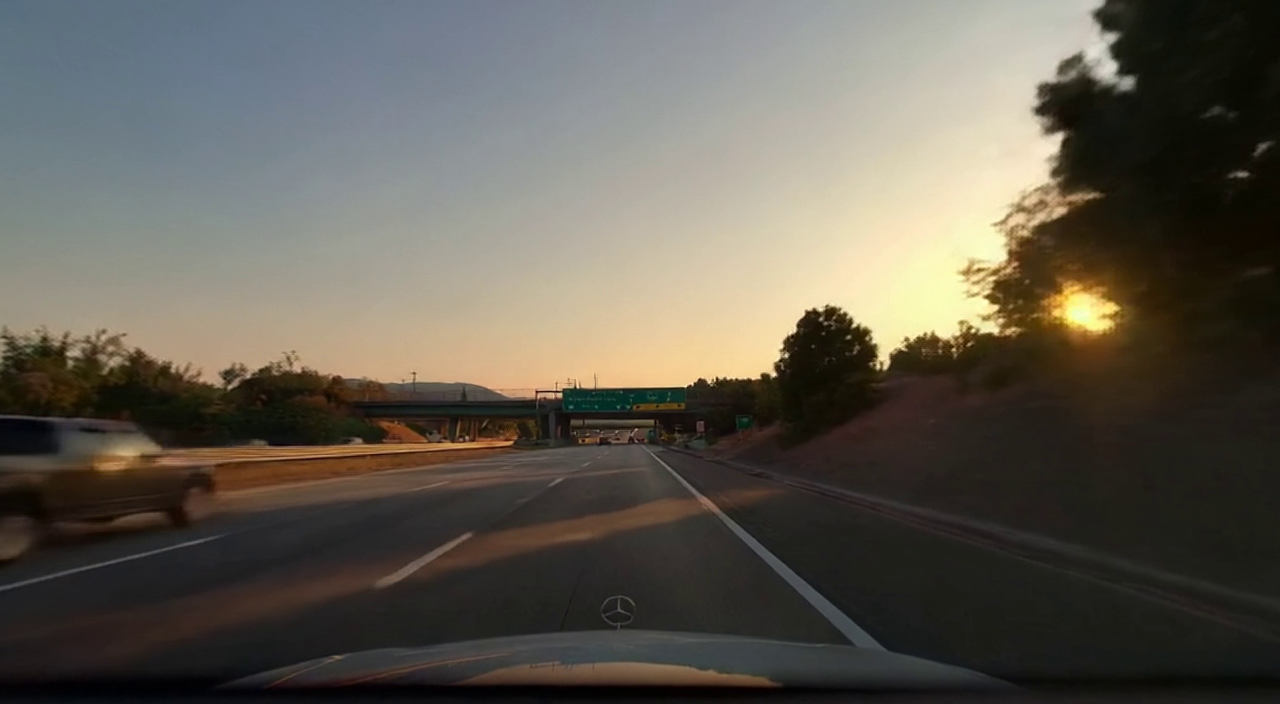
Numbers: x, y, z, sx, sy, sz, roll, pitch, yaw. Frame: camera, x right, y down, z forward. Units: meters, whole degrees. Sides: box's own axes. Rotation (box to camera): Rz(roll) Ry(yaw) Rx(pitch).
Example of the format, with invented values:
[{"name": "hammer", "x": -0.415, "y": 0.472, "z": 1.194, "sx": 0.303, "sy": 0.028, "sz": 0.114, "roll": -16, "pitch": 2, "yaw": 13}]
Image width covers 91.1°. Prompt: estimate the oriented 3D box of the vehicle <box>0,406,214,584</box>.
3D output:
[{"name": "vehicle", "x": -7.068, "y": 1.425, "z": 6.478, "sx": 2.111, "sy": 1.662, "sz": 4.630, "roll": 0, "pitch": -8, "yaw": -1}]
